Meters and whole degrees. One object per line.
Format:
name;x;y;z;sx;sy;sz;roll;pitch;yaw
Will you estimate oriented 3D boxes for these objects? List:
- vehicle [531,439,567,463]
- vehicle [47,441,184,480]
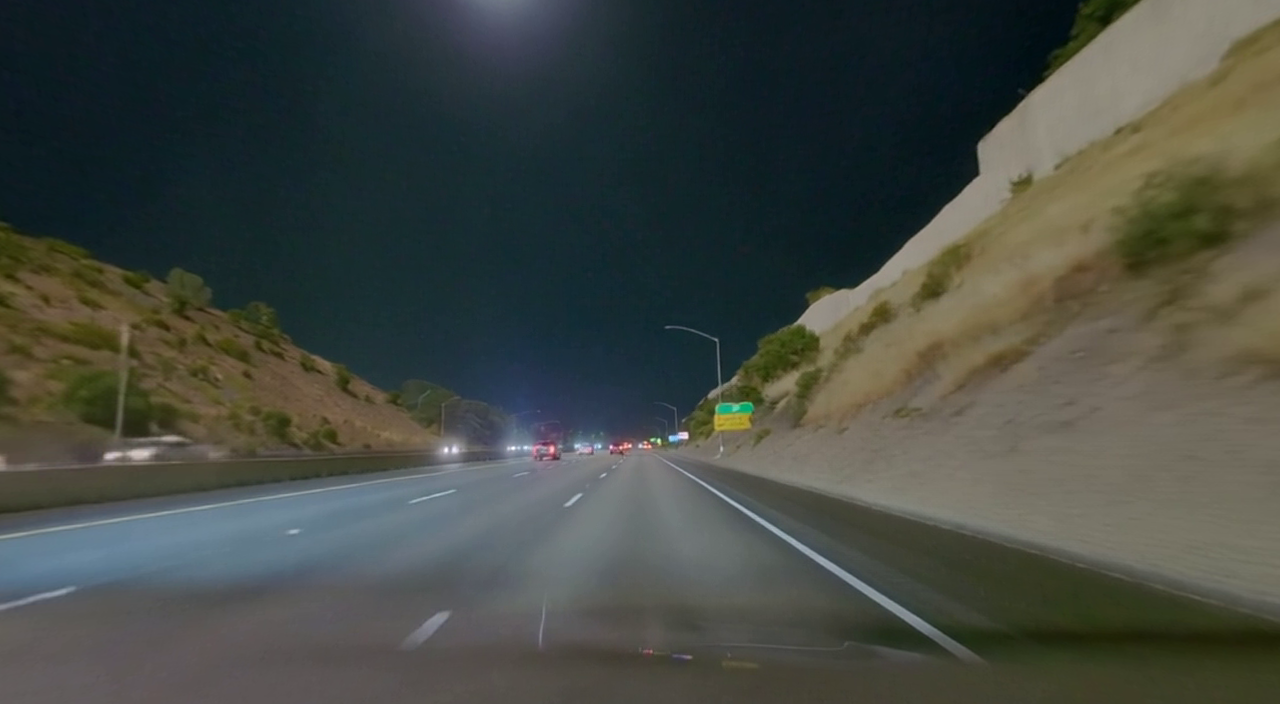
vehicle;-6.766;7.376;46.860;1.972;1.660;4.254;0;-8;1
vehicle;-21.873;4.512;26.468;1.827;1.504;4.494;0;-8;1
